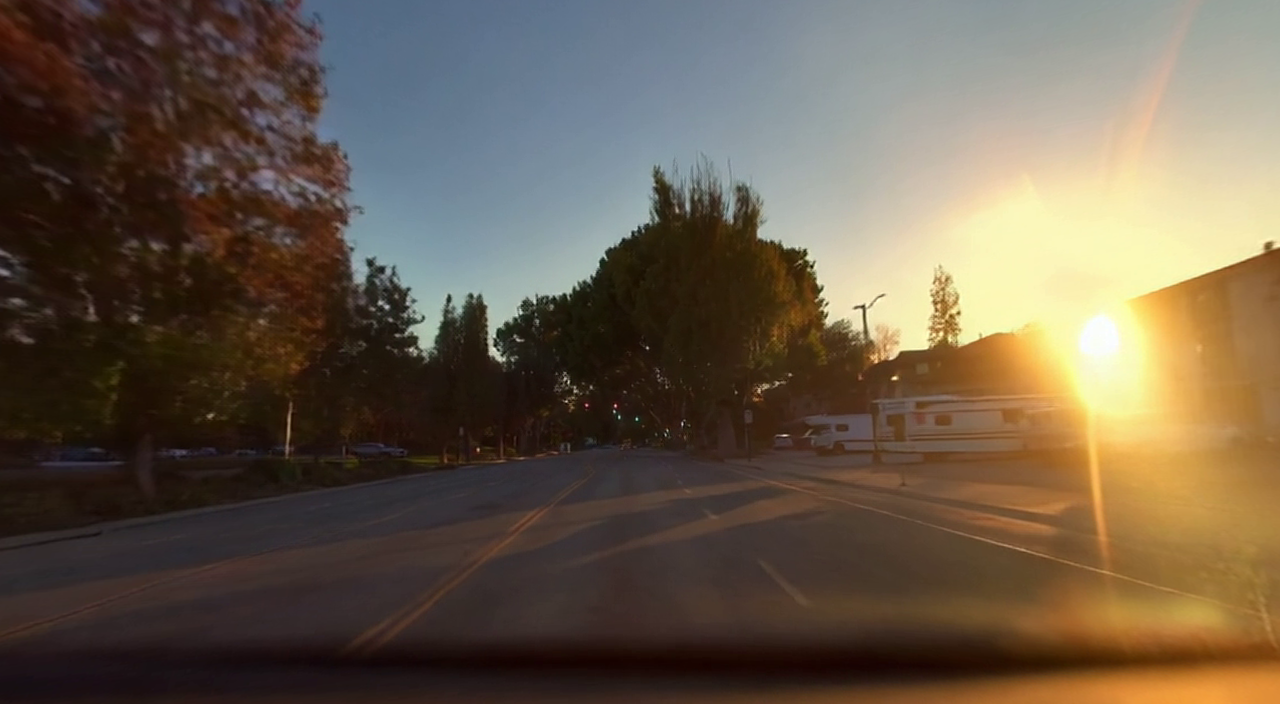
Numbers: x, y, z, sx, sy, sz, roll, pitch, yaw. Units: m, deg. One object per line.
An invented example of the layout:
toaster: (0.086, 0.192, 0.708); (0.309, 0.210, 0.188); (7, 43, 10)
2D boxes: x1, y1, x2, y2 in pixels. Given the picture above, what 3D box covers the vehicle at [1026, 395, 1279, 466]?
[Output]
vehicle: (15.537, 2.427, 19.305); (5.979, 2.037, 2.159); (0, -9, 0)
